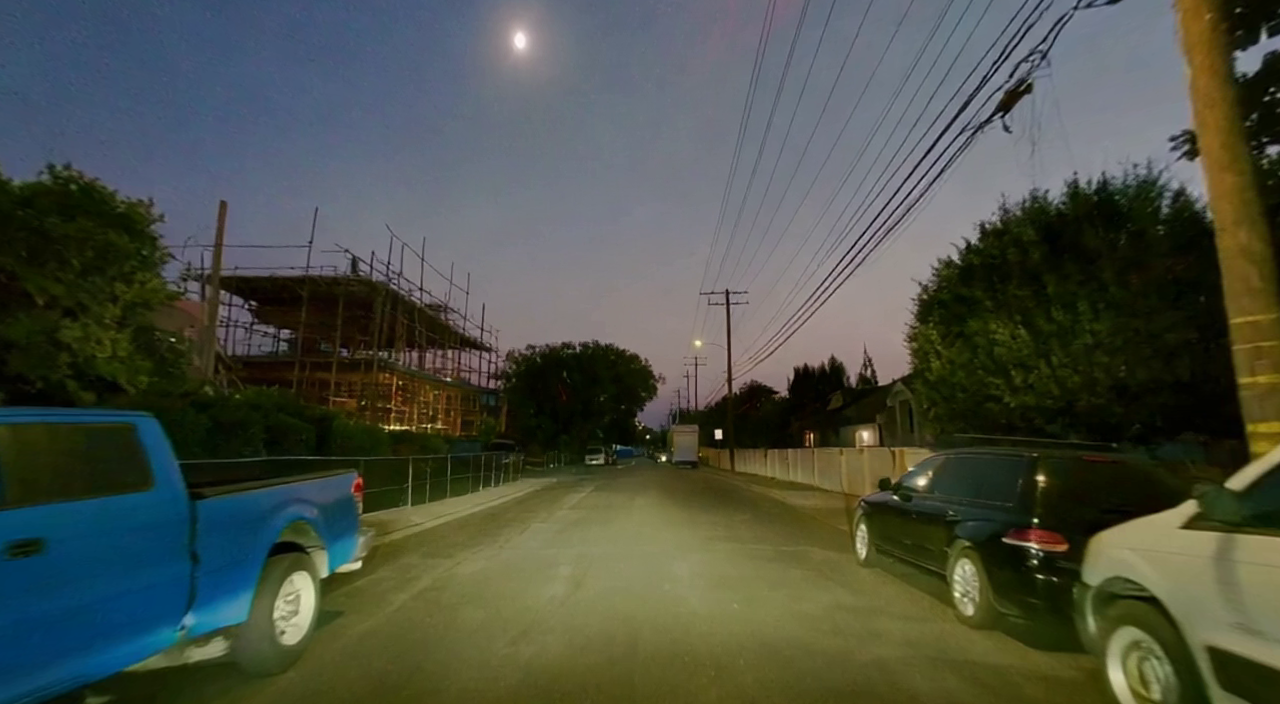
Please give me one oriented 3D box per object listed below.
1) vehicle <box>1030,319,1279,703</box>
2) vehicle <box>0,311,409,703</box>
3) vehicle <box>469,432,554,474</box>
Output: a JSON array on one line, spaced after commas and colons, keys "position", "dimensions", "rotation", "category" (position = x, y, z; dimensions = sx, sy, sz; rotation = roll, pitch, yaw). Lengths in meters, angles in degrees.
[{"position": [3.323, 0.660, 1.200], "dimensions": [2.195, 1.832, 4.643], "rotation": [0, -9, 1], "category": "vehicle"}, {"position": [-2.982, 0.885, 2.876], "dimensions": [2.012, 1.876, 4.664], "rotation": [1, -5, 1], "category": "vehicle"}, {"position": [-6.306, 5.057, 31.803], "dimensions": [2.238, 1.895, 5.648], "rotation": [-2, -9, 10], "category": "vehicle"}]
